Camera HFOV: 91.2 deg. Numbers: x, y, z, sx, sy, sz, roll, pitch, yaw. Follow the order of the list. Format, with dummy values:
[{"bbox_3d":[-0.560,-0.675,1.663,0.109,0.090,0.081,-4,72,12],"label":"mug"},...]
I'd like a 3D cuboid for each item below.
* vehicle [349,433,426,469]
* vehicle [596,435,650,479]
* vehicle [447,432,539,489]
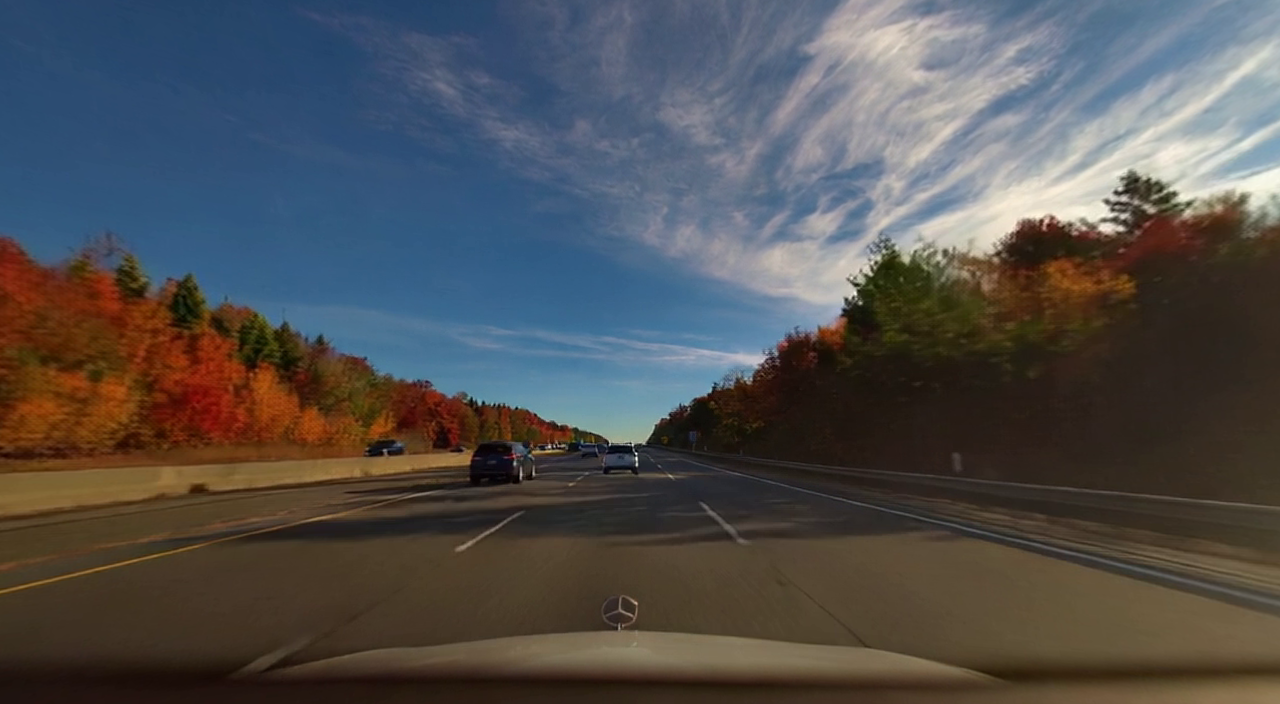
[{"bbox_3d":[-12.669,5.020,31.740,2.032,1.672,4.515,-1,-9,0],"label":"vehicle"},{"bbox_3d":[-0.700,4.395,26.385,2.115,1.661,4.049,0,-9,-1],"label":"vehicle"},{"bbox_3d":[-4.814,3.642,21.285,1.974,1.688,4.727,-1,-9,0],"label":"vehicle"}]
